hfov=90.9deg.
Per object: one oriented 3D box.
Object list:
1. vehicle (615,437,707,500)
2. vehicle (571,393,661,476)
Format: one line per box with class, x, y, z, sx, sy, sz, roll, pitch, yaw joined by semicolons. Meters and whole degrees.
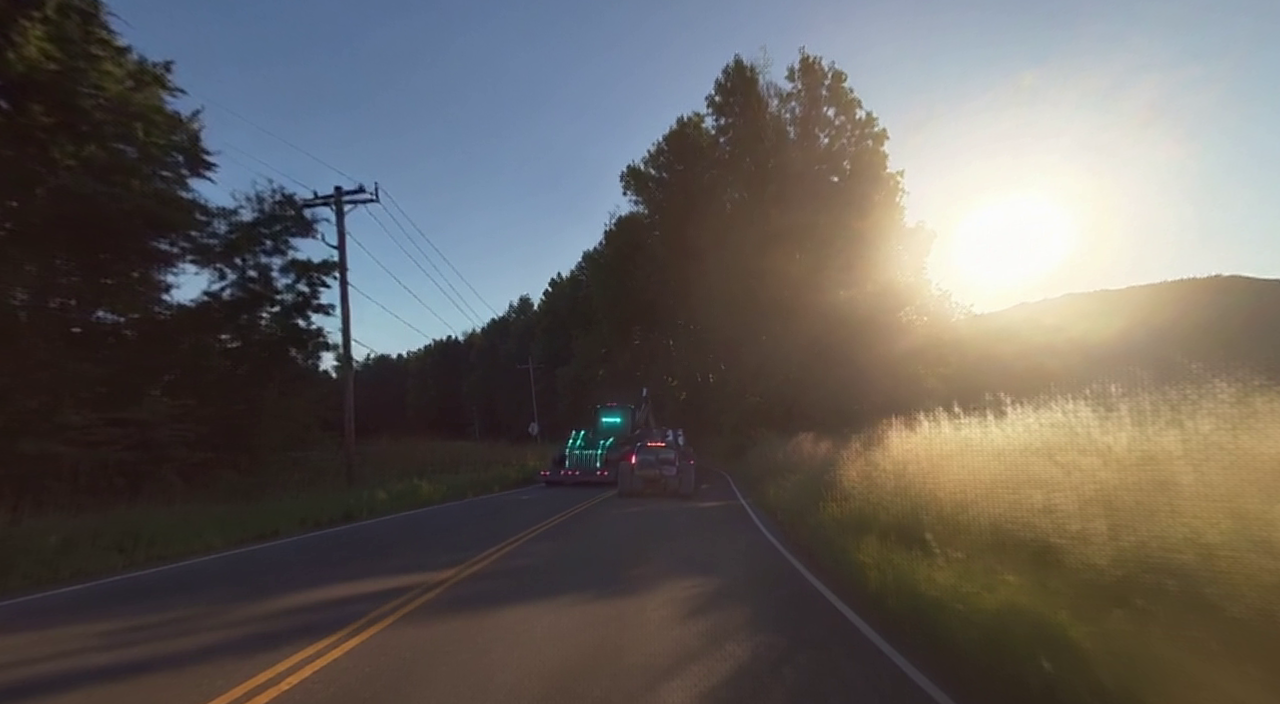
vehicle;0.625;3.106;17.226;2.196;1.465;4.294;-1;-9;4
vehicle;-1.583;5.110;37.886;4.788;4.368;6.529;3;-11;-5
